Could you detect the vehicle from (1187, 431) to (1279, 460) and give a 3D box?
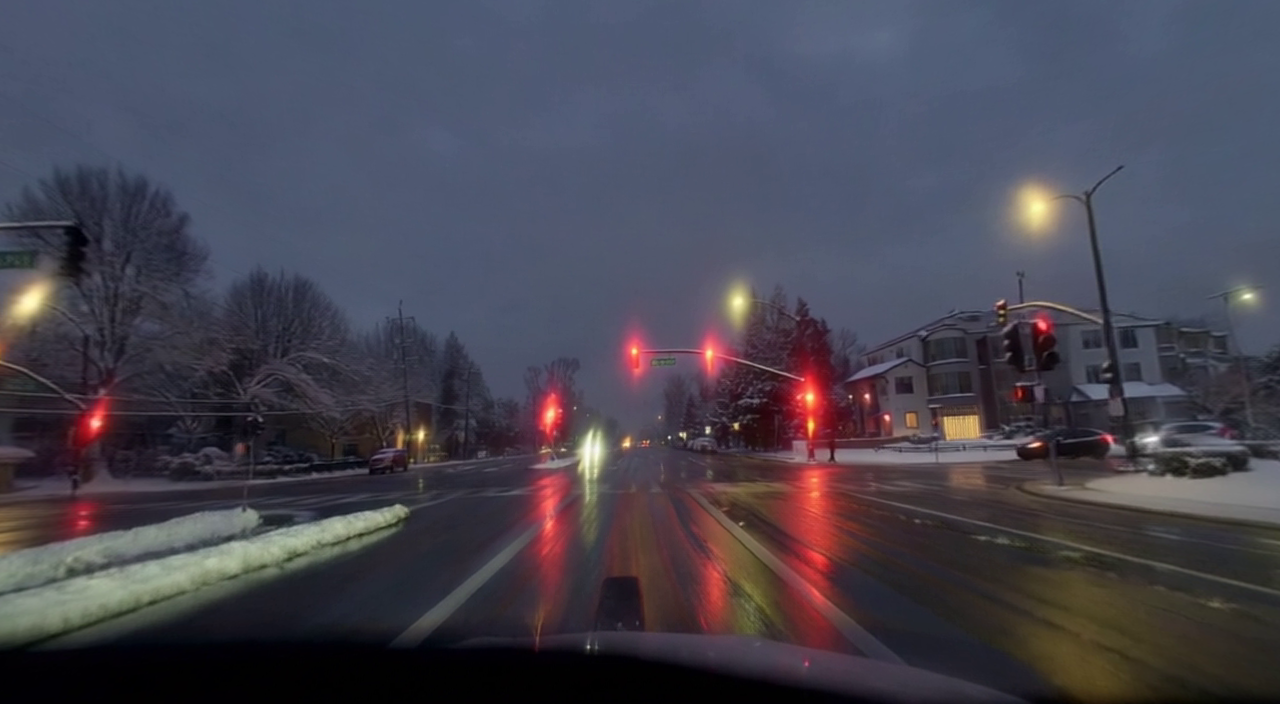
[{"bbox_3d":[32.696,4.969,33.777,4.664,1.358,1.997,-4,-8,11],"label":"vehicle"}]

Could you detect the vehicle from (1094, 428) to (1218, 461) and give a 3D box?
[{"bbox_3d":[27.301,4.901,33.510,4.910,1.644,2.032,0,-8,-4],"label":"vehicle"}]

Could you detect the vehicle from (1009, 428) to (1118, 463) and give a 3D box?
[{"bbox_3d":[22.057,4.879,33.032,4.323,1.746,1.872,0,-8,-3],"label":"vehicle"}]
